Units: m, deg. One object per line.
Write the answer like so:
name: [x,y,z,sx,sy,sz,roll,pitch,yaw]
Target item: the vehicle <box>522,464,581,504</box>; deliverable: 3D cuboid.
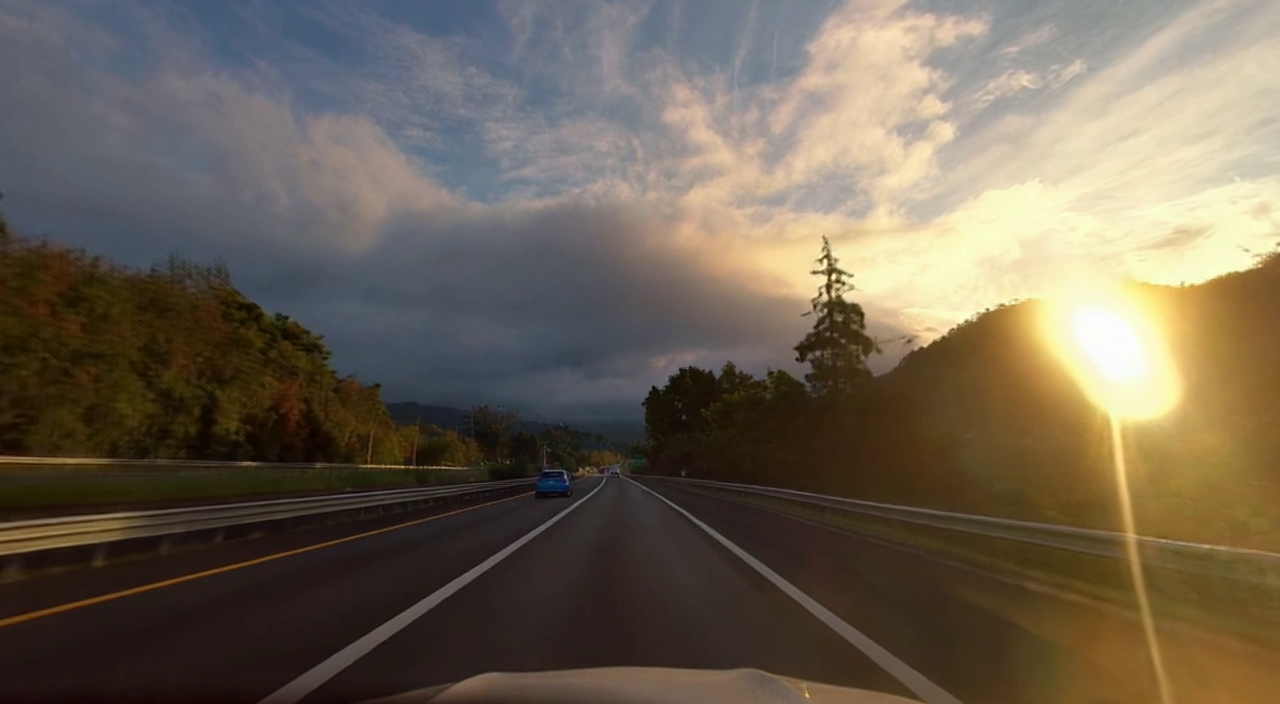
vehicle: [-3.756,5.705,27.463,1.967,1.556,4.364,1,-11,-1]
